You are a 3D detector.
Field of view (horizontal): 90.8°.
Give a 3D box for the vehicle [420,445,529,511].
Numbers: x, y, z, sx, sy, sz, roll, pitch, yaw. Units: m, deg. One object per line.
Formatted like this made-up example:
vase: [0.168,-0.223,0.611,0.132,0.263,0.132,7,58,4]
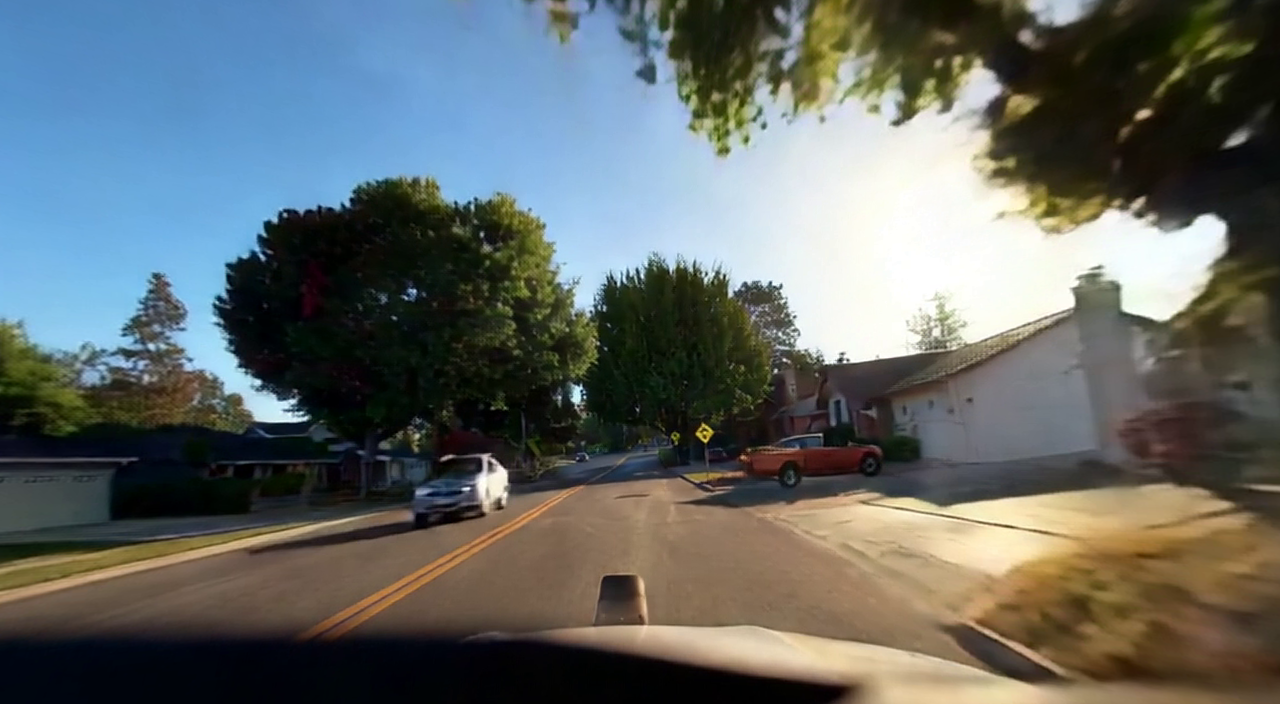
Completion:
vehicle: [-4.775,3.680,18.982,2.087,1.693,4.343,-1,-9,0]
